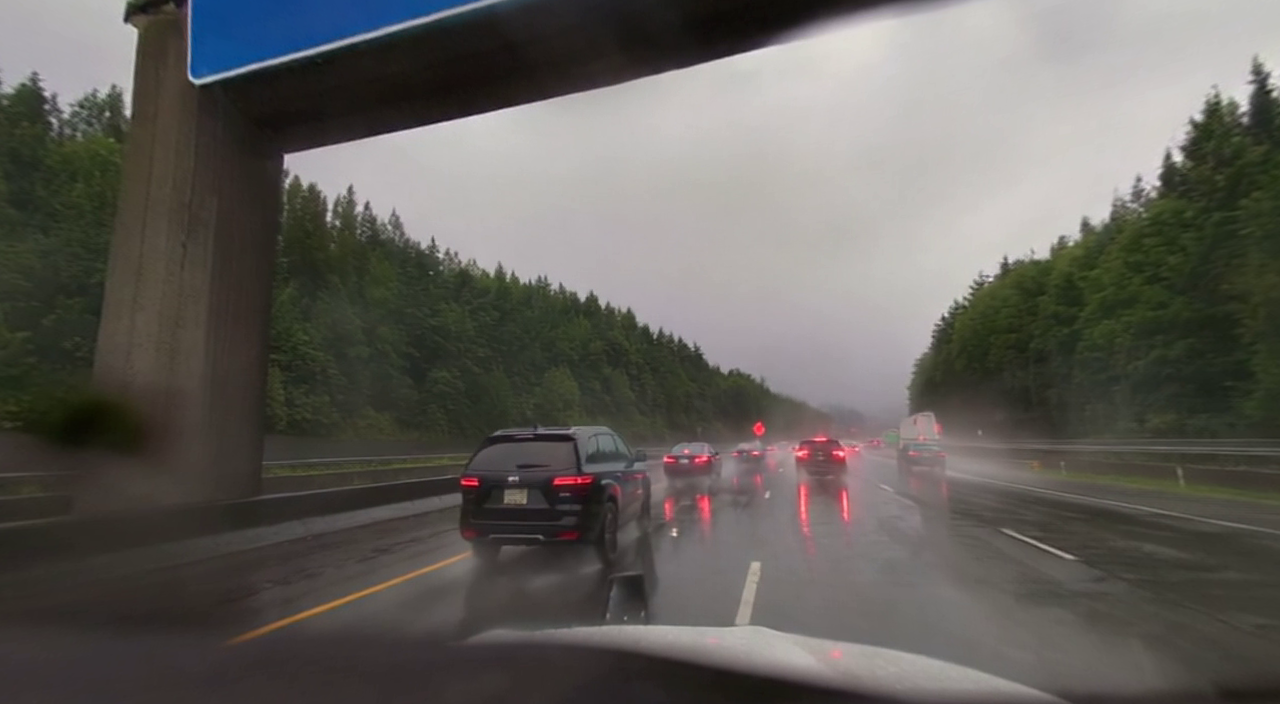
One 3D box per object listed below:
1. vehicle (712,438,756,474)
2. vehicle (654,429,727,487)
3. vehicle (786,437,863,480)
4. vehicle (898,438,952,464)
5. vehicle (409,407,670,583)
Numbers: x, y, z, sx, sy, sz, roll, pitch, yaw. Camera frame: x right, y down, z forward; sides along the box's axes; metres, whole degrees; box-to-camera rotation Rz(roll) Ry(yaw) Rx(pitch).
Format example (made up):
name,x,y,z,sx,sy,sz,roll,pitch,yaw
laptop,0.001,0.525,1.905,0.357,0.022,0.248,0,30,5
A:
name,x,y,z,sx,sy,sz,roll,pitch,yaw
vehicle,4.181,4.548,27.717,1.755,1.457,3.686,-2,-8,9
vehicle,1.693,3.338,20.072,2.017,1.662,3.543,-1,-8,9
vehicle,6.865,3.990,23.922,1.962,1.442,4.536,-1,-8,6
vehicle,17.475,6.085,38.835,1.990,1.478,4.475,-2,-8,10
vehicle,-0.919,1.658,8.163,2.021,1.635,4.085,-2,-8,11
